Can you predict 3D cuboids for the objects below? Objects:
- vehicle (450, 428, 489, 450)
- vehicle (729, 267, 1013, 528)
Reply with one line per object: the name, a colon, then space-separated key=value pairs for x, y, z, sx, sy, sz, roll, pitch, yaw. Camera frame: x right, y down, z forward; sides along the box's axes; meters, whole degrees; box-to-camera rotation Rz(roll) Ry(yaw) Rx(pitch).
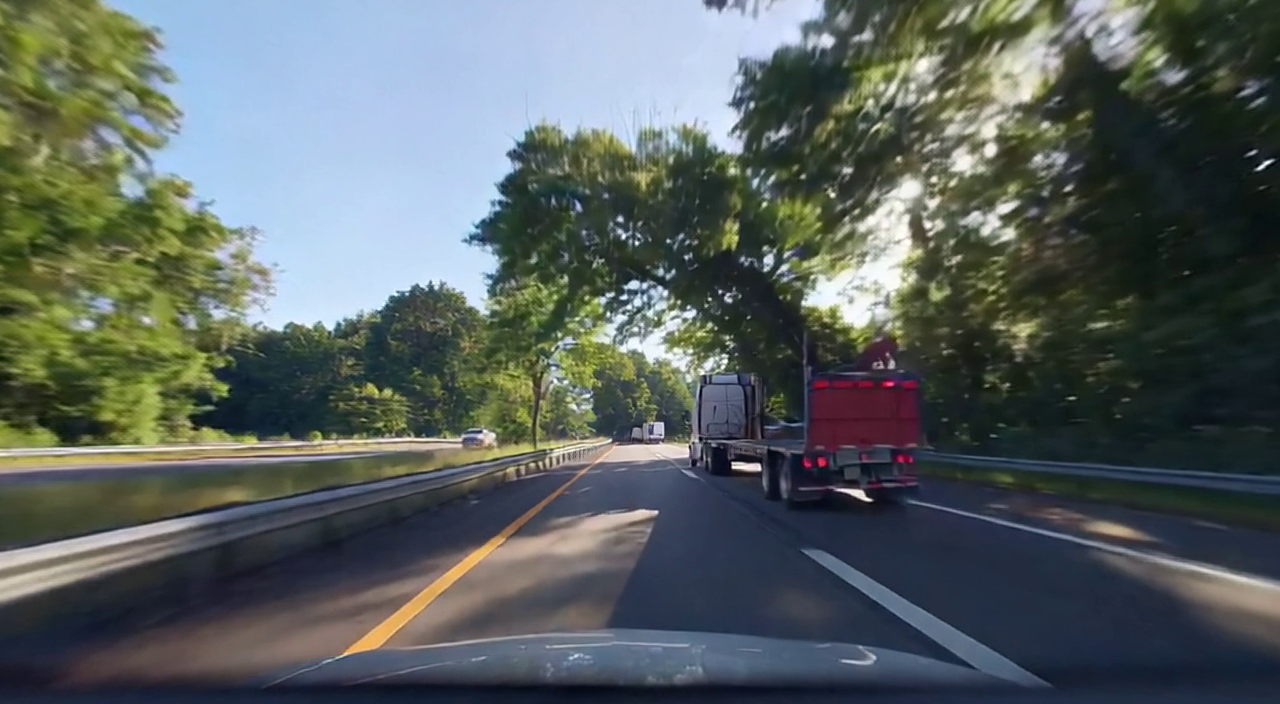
vehicle: x=-12.818 y=6.587 z=47.720 sx=1.885 sy=1.570 sz=4.173 roll=0 pitch=-8 yaw=-1
vehicle: x=4.095 y=1.207 z=13.929 sx=2.861 sy=3.991 sz=8.583 roll=0 pitch=-8 yaw=-1
